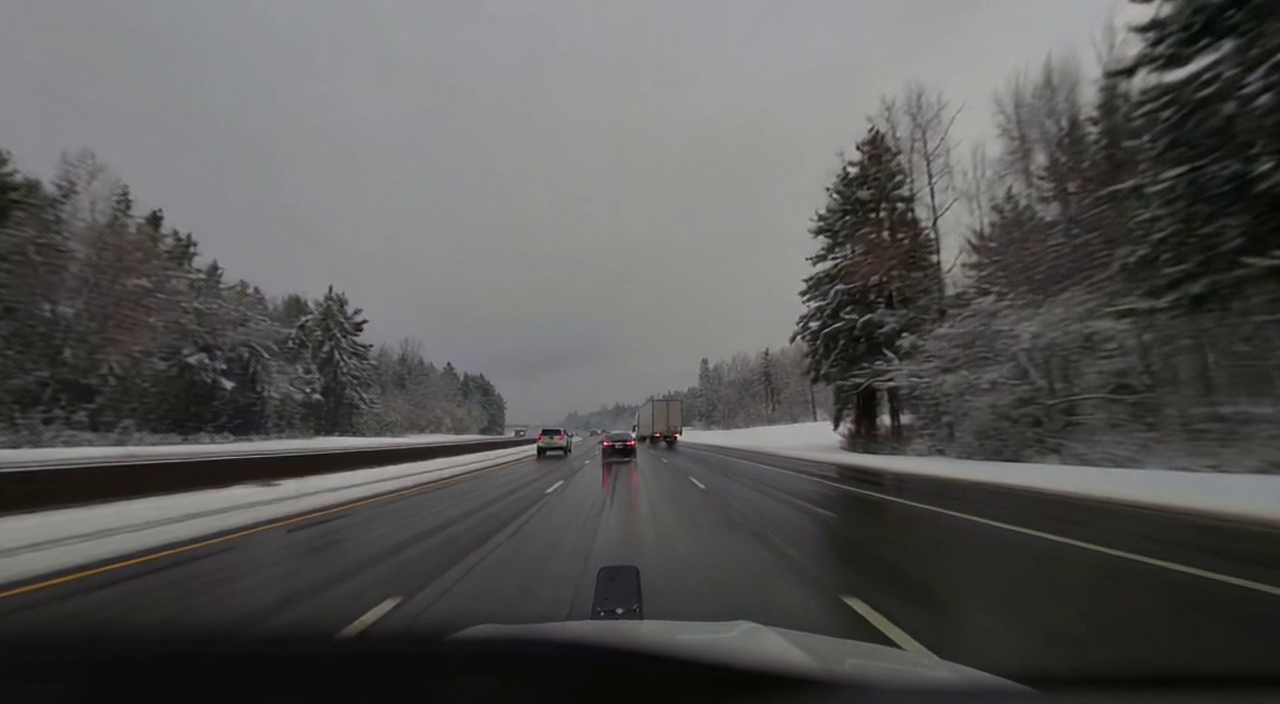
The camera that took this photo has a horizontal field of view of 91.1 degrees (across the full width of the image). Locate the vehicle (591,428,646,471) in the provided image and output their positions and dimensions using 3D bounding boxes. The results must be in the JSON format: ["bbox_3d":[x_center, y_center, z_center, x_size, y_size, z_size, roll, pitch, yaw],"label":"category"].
[{"bbox_3d":[-0.843,3.931,25.538,2.048,1.563,4.087,0,-8,-1],"label":"vehicle"}]

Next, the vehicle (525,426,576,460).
[{"bbox_3d":[-4.980,5.173,35.693,2.234,1.773,5.134,0,-8,-1],"label":"vehicle"}]
